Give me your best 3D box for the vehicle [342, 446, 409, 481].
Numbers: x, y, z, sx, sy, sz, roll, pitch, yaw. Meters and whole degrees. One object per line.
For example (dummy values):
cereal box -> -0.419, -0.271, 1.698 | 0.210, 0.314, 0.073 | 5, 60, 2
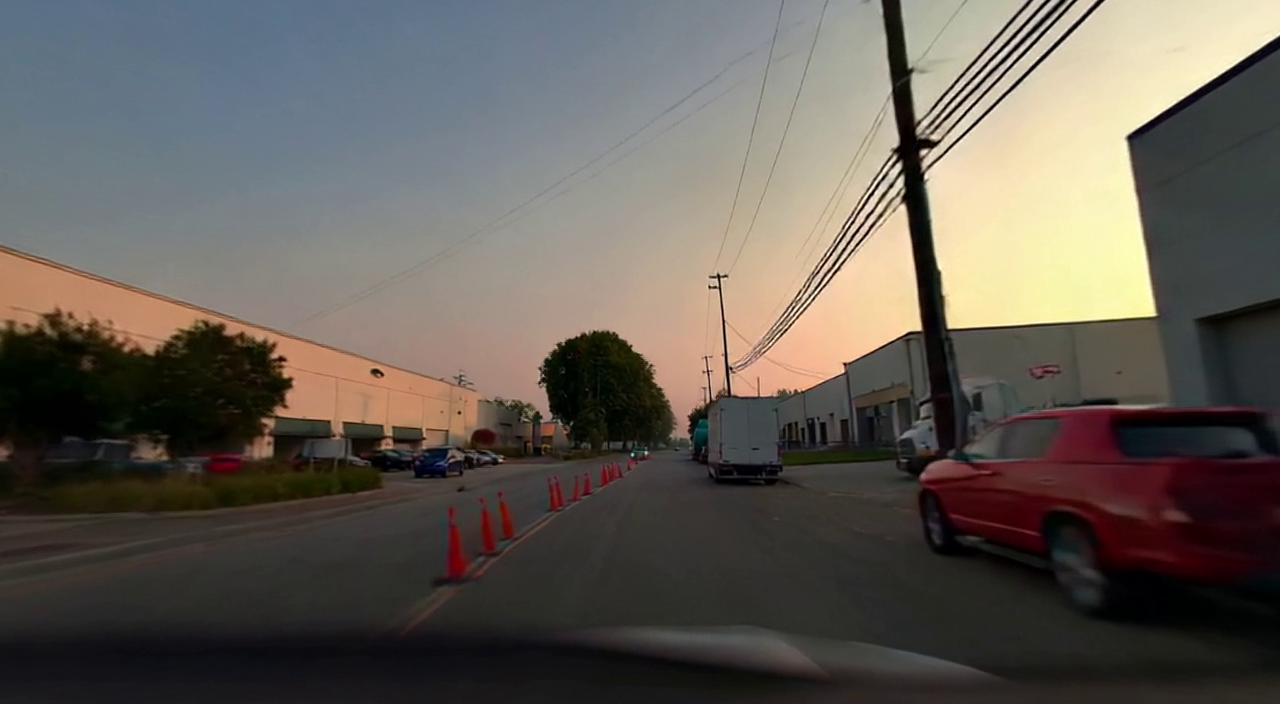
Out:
vehicle -> -14.659, 6.167, 35.266 | 1.971, 1.789, 4.360 | 0, -8, -2

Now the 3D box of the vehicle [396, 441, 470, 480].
vehicle -> -11.671, 6.111, 36.049 | 2.287, 1.975, 5.511 | -1, -8, 1

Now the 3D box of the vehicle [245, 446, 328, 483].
vehicle -> -19.797, 6.283, 35.703 | 2.026, 1.885, 4.932 | 0, -8, -3

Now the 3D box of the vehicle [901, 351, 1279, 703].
vehicle -> 4.185, 1.208, 5.277 | 1.963, 1.803, 4.708 | 0, -8, 0

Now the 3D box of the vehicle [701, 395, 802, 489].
vehicle -> 4.318, 3.741, 26.271 | 2.871, 3.301, 7.433 | 0, -8, 1

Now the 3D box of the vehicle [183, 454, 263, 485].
vehicle -> -22.546, 6.358, 34.341 | 1.833, 1.454, 3.782 | 0, -8, -1

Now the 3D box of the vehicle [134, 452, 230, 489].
vehicle -> -25.128, 6.489, 34.905 | 2.092, 1.806, 4.601 | 0, -9, -5
